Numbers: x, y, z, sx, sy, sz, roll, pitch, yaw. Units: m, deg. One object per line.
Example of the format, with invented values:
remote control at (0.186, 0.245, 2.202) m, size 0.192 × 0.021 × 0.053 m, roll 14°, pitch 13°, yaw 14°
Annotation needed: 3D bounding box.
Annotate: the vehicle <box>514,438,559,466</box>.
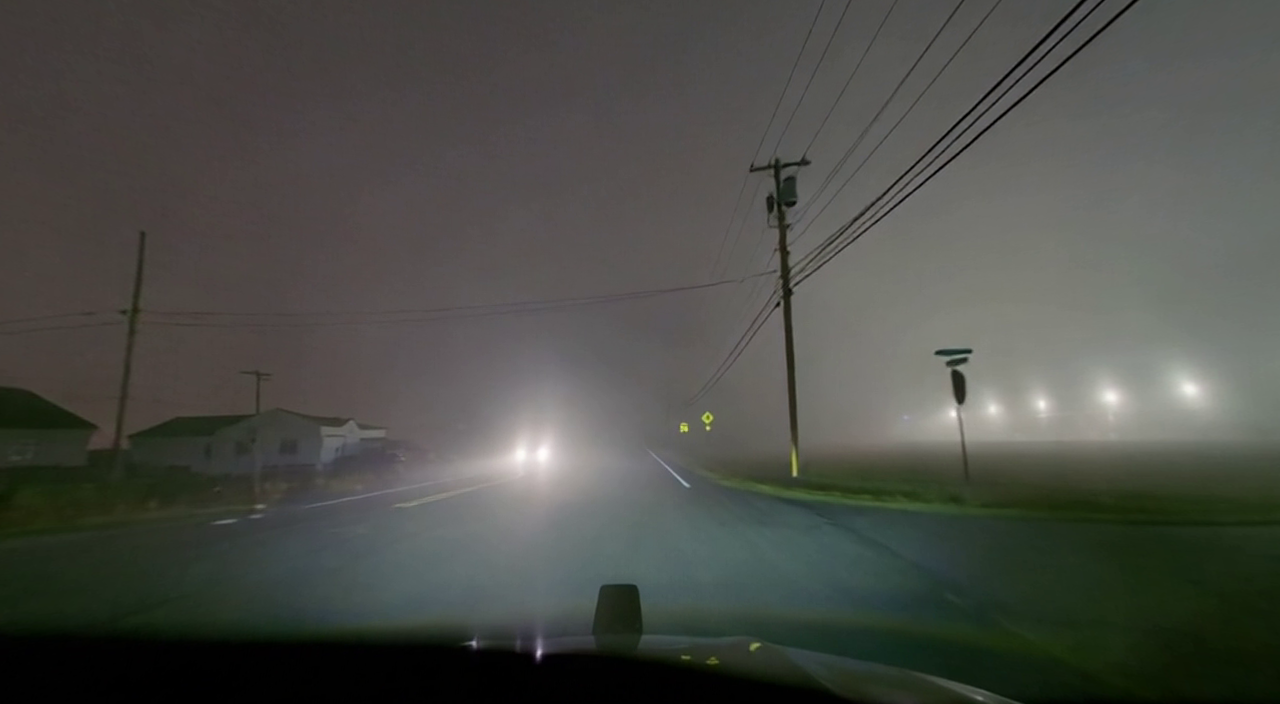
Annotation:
vehicle at (-6.616, 6.454, 40.940) m, size 2.113 × 1.710 × 4.438 m, roll 0°, pitch -8°, yaw 1°
